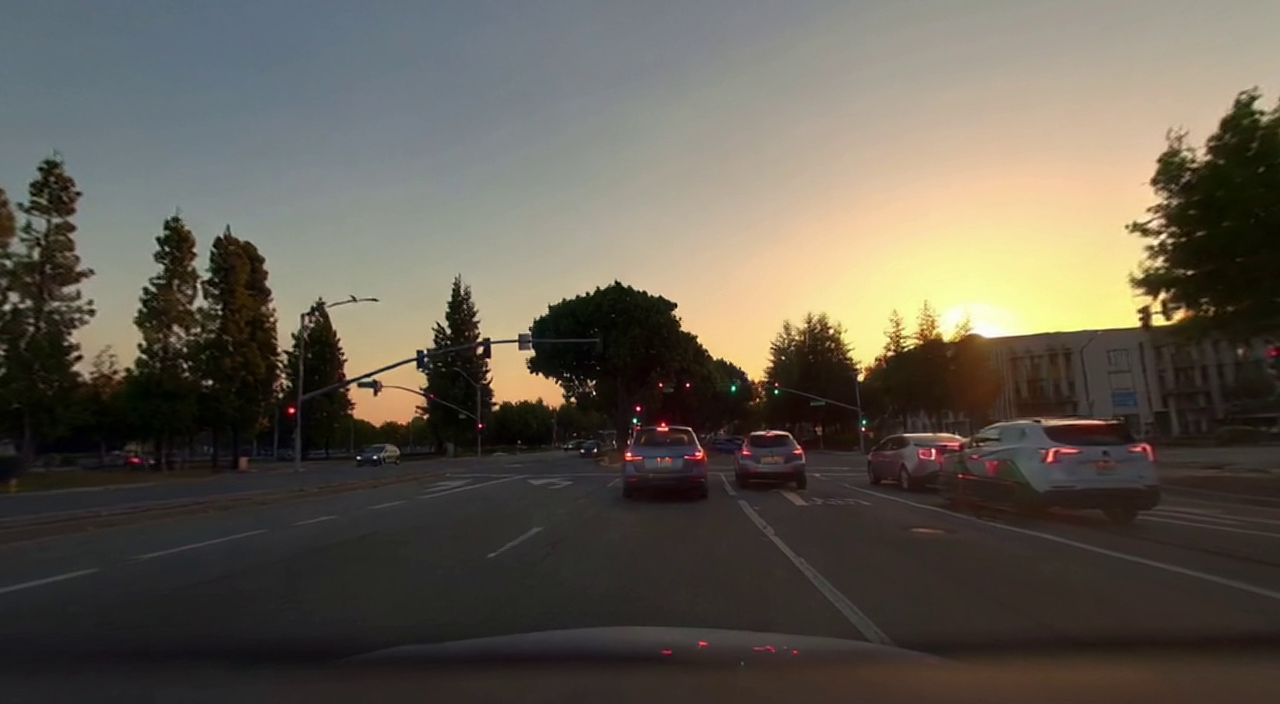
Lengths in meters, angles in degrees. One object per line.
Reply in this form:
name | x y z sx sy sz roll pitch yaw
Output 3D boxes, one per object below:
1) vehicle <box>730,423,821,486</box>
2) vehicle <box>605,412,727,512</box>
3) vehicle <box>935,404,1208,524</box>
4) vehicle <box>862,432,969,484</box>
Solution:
vehicle | 4.190 3.262 20.378 2.188 1.774 4.646 0 -9 4
vehicle | 0.541 2.300 13.612 2.211 1.795 4.179 0 -9 2
vehicle | 7.564 2.023 11.813 2.074 1.791 4.393 0 -9 2
vehicle | 8.691 3.384 20.371 1.862 1.471 4.297 -1 -9 5
